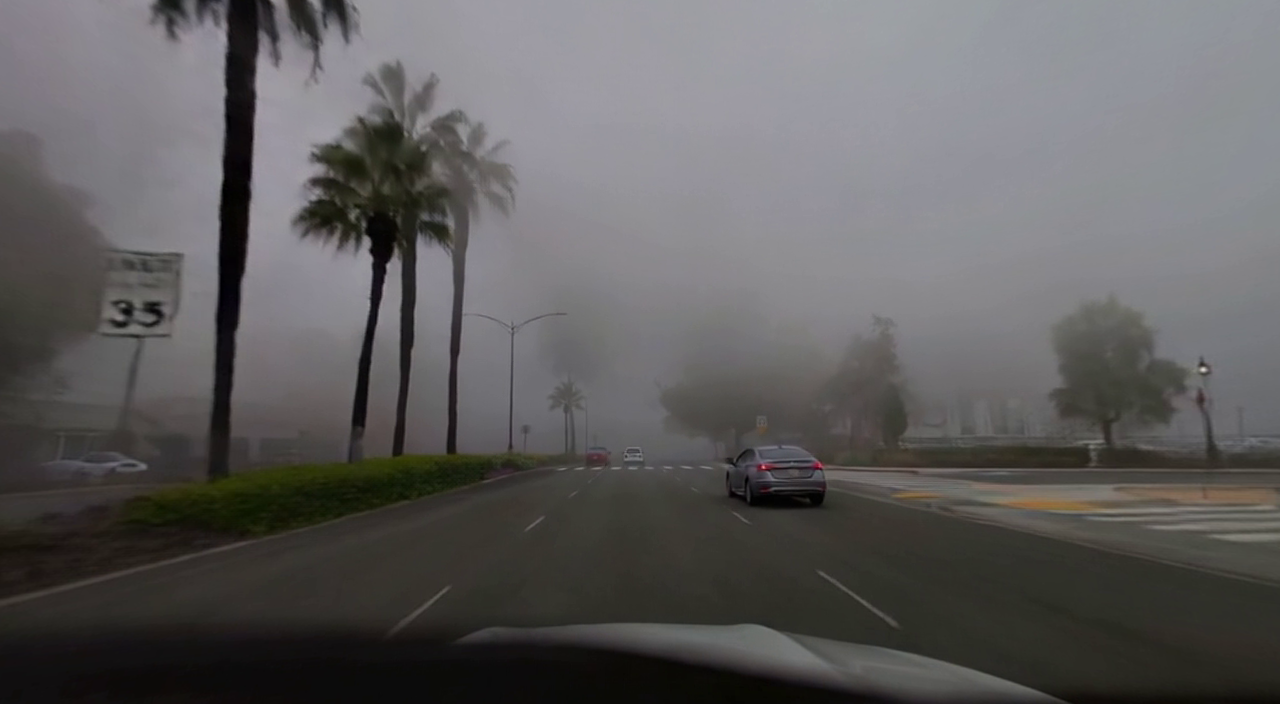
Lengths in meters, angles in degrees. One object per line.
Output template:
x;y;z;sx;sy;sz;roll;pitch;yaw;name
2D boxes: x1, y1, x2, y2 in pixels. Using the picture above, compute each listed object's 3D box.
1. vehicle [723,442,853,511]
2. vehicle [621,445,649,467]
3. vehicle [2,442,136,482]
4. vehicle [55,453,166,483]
3.553;3.082;16.186;2.090;1.503;4.566;0;-9;-2;vehicle
-0.414;8.013;48.882;2.102;1.653;3.698;0;-9;-1;vehicle
-31.995;6.173;35.760;2.210;2.068;5.774;0;-9;-1;vehicle
-29.162;6.402;35.028;1.958;1.476;4.576;-2;-10;5;vehicle
